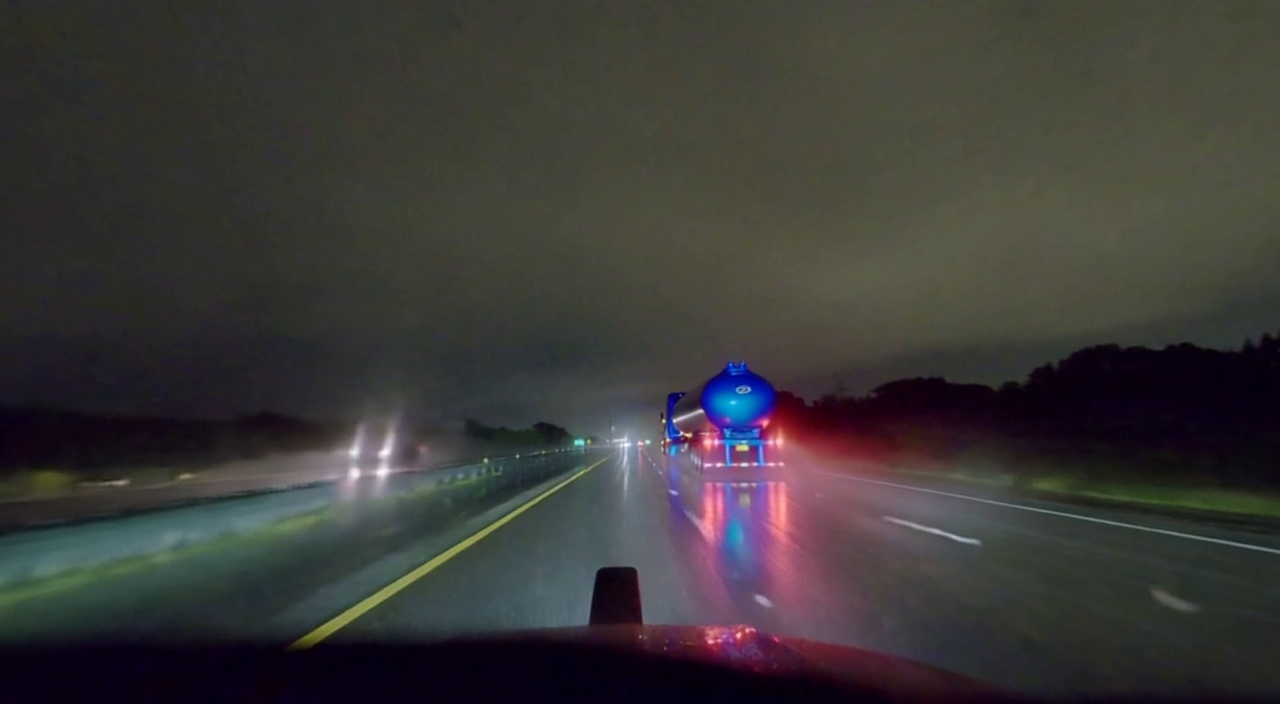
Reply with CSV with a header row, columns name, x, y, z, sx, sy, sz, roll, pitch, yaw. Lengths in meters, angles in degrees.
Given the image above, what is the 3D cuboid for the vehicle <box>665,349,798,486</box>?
name,x,y,z,sx,sy,sz,roll,pitch,yaw
vehicle,2.708,2.556,22.916,2.946,3.745,11.516,0,-8,-1

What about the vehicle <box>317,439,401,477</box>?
name,x,y,z,sx,sy,sz,roll,pitch,yaw
vehicle,-12.093,4.550,27.350,1.847,1.529,3.821,0,-8,0
